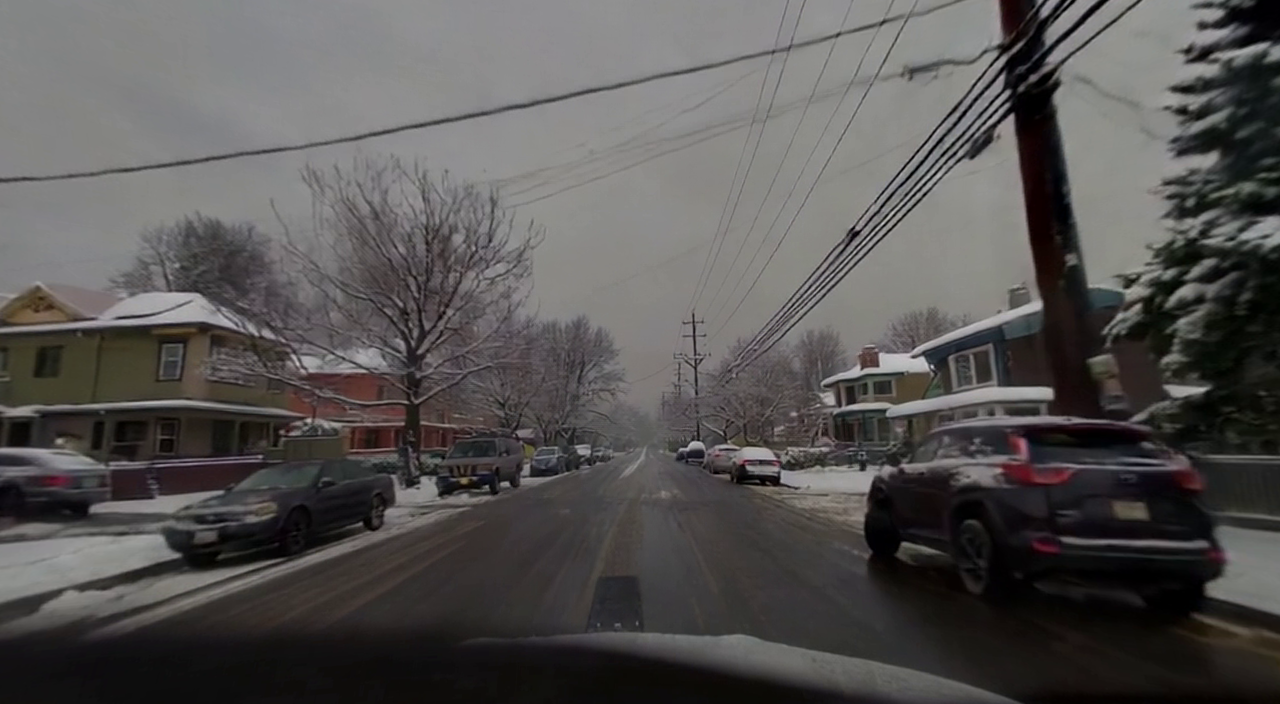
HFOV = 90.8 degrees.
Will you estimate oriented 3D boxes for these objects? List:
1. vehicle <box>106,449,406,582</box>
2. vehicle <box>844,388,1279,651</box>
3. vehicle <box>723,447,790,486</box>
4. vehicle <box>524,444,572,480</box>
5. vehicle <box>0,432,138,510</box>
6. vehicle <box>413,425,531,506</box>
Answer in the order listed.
[{"bbox_3d":[-5.331,2.260,9.651,1.824,1.417,4.395,-2,-8,0],"label":"vehicle"},{"bbox_3d":[3.849,1.455,6.514,2.049,1.776,4.285,0,-9,0],"label":"vehicle"},{"bbox_3d":[4.583,4.560,25.541,1.893,1.437,4.369,0,-9,0],"label":"vehicle"},{"bbox_3d":[-5.004,5.983,34.758,1.873,1.709,4.206,-4,-8,0],"label":"vehicle"},{"bbox_3d":[-16.320,2.857,15.606,5.908,1.762,2.107,1,-9,-1],"label":"vehicle"},{"bbox_3d":[-5.150,3.551,20.328,2.242,2.135,5.566,-2,-8,0],"label":"vehicle"}]
